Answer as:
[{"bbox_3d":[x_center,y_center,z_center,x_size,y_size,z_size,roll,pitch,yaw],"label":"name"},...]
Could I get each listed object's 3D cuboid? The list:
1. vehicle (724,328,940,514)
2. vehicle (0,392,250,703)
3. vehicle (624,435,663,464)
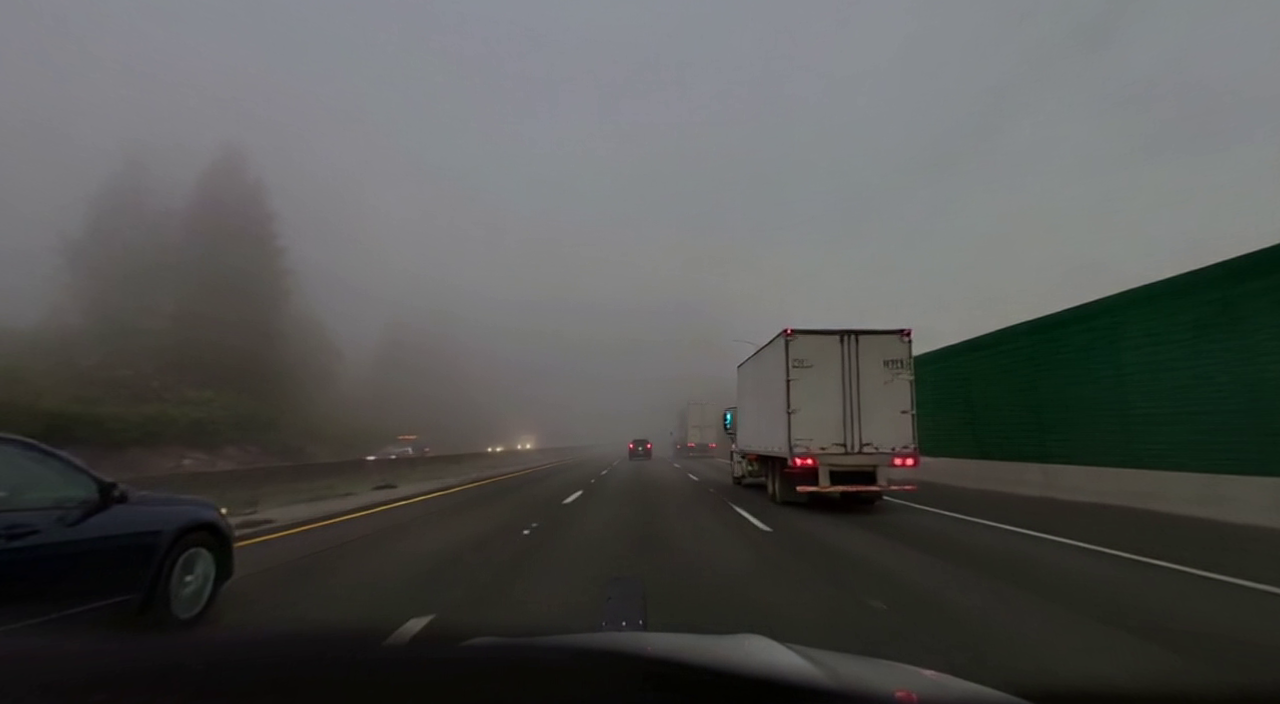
[{"bbox_3d":[4.039,1.821,15.658,2.742,3.383,8.285,0,-8,0],"label":"vehicle"},{"bbox_3d":[-3.883,0.887,2.503,1.988,1.488,4.113,0,-8,0],"label":"vehicle"},{"bbox_3d":[0.234,6.284,40.749,2.389,1.760,4.473,0,-8,0],"label":"vehicle"}]
